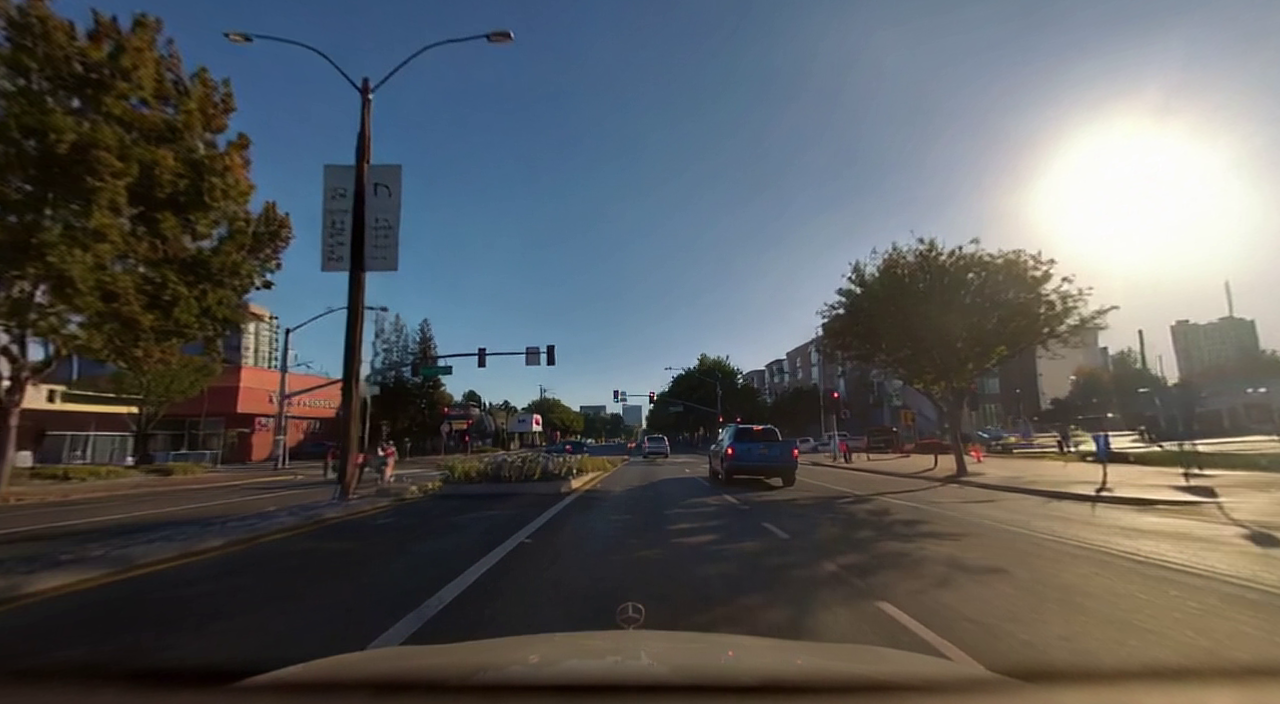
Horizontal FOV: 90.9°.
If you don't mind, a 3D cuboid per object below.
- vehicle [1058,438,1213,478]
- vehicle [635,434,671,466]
[{"bbox_3d":[19.807,4.248,25.352,4.479,1.488,2.038,0,-8,0],"label":"vehicle"},{"bbox_3d":[0.773,5.871,37.883,1.994,1.759,4.186,0,-8,1],"label":"vehicle"}]
